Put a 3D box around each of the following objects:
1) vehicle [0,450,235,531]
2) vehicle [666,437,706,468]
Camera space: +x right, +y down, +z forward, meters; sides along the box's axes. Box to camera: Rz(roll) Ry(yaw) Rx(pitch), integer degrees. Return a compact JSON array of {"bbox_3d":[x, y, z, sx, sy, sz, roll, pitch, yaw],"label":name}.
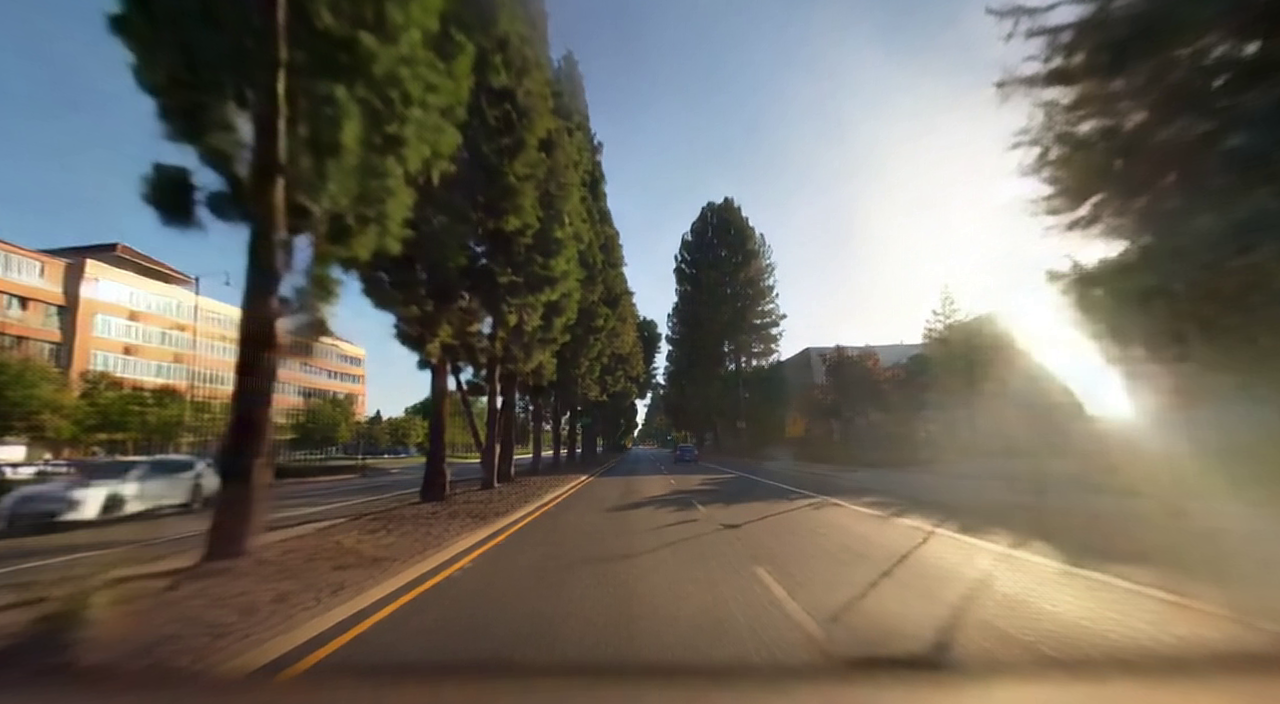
[{"bbox_3d":[-11.694,2.986,14.309,1.890,1.446,4.714,0,-8,1],"label":"vehicle"},{"bbox_3d":[2.928,6.508,41.075,2.085,1.828,5.383,0,-8,-1],"label":"vehicle"}]
